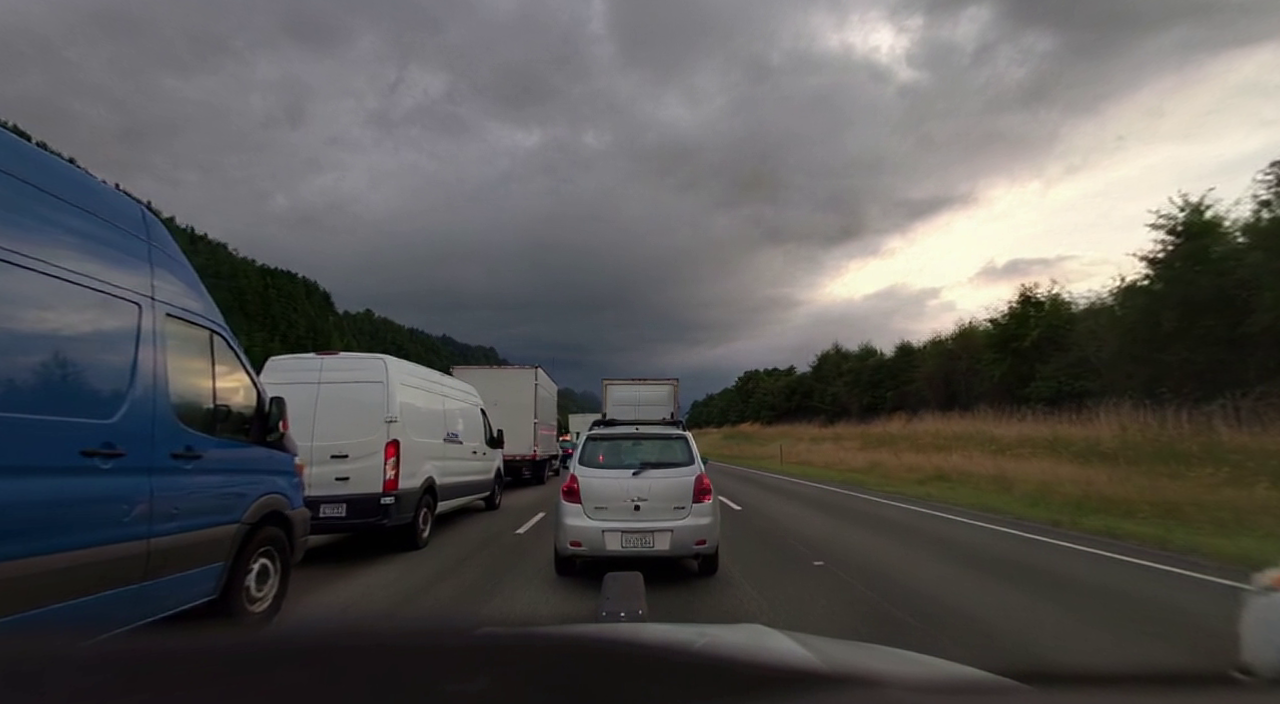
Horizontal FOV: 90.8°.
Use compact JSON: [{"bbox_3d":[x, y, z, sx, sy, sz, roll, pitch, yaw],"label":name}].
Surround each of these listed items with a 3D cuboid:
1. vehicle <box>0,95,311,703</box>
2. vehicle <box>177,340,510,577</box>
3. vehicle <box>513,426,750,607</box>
[{"bbox_3d":[-4.094,0.175,2.368,2.254,2.879,6.656,0,-9,-2],"label":"vehicle"},{"bbox_3d":[-4.014,1.692,10.557,2.349,2.643,6.807,0,-9,-1],"label":"vehicle"},{"bbox_3d":[-0.102,1.657,7.094,1.995,1.495,3.380,0,-9,-1],"label":"vehicle"}]
